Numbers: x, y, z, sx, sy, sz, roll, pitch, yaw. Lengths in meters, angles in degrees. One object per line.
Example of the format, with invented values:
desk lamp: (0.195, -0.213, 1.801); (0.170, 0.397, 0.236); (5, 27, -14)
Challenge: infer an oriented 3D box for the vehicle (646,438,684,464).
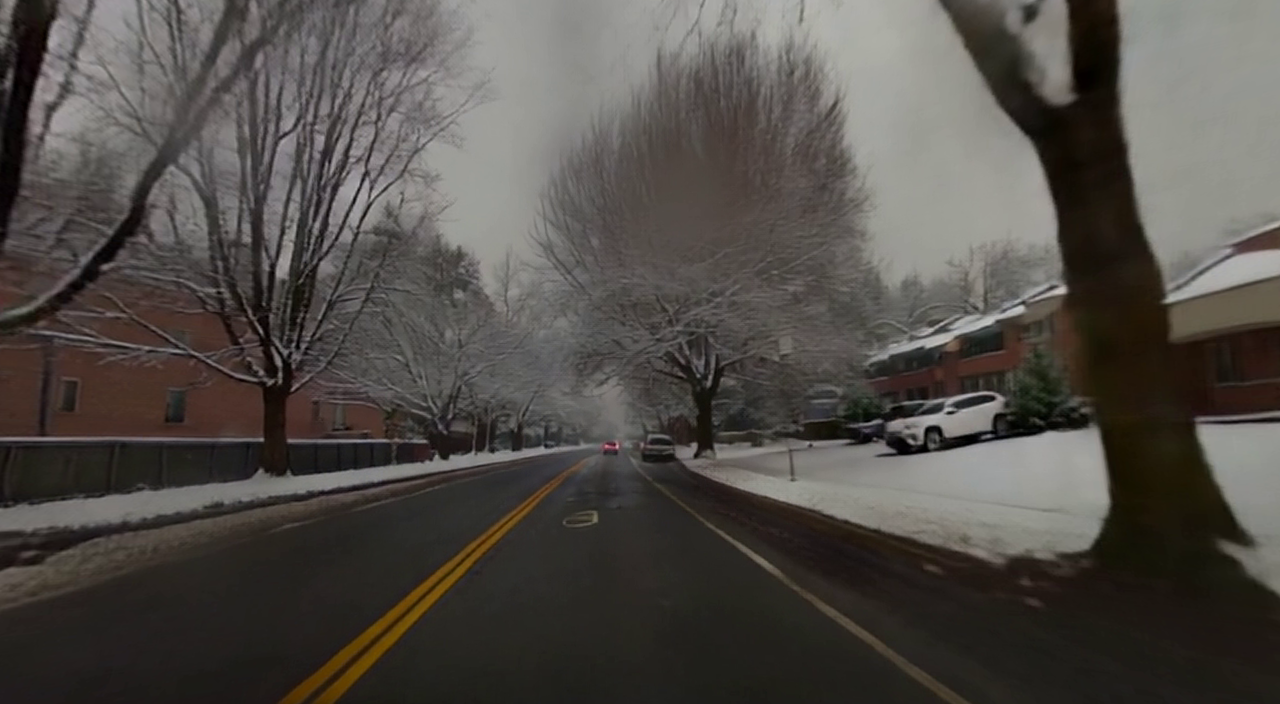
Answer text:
vehicle: (1.758, 7.211, 46.463); (1.937, 1.752, 4.574); (2, -8, -8)
